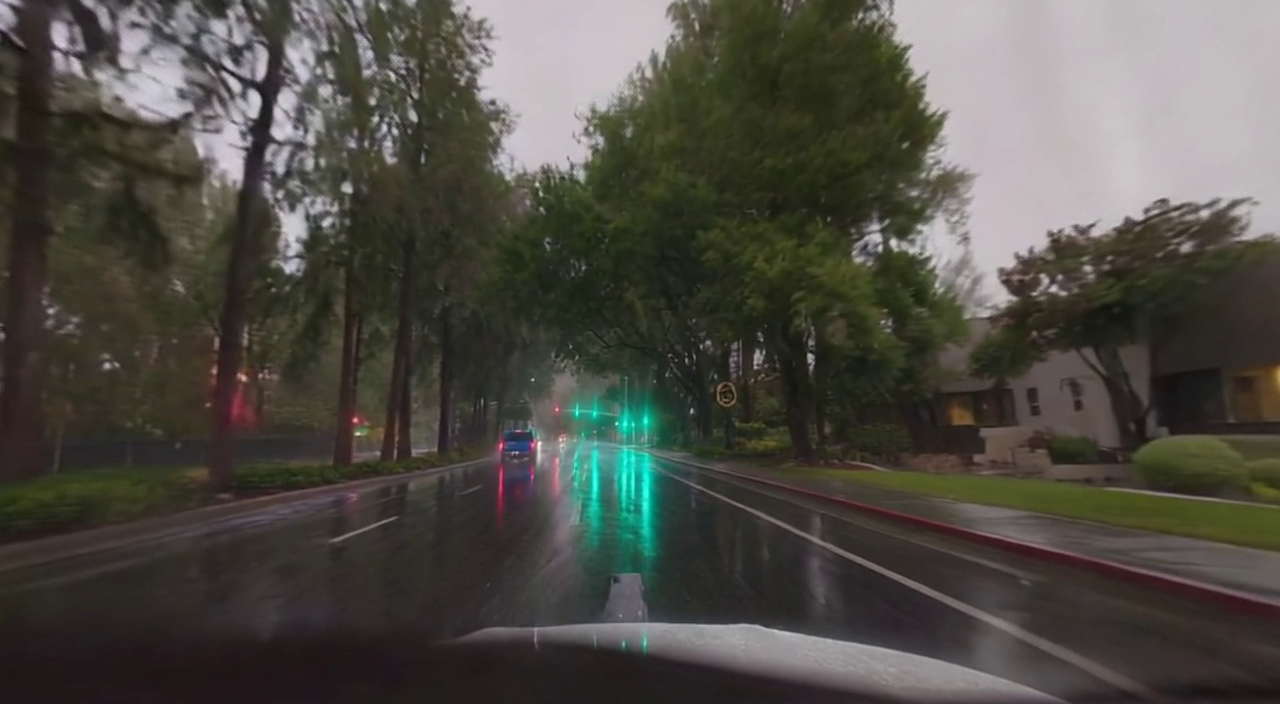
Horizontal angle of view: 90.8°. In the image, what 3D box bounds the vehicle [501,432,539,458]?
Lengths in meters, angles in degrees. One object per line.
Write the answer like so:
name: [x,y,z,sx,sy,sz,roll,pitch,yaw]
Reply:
vehicle: [-9.086,7.087,48.165,2.267,1.849,6.402,1,-9,-6]
